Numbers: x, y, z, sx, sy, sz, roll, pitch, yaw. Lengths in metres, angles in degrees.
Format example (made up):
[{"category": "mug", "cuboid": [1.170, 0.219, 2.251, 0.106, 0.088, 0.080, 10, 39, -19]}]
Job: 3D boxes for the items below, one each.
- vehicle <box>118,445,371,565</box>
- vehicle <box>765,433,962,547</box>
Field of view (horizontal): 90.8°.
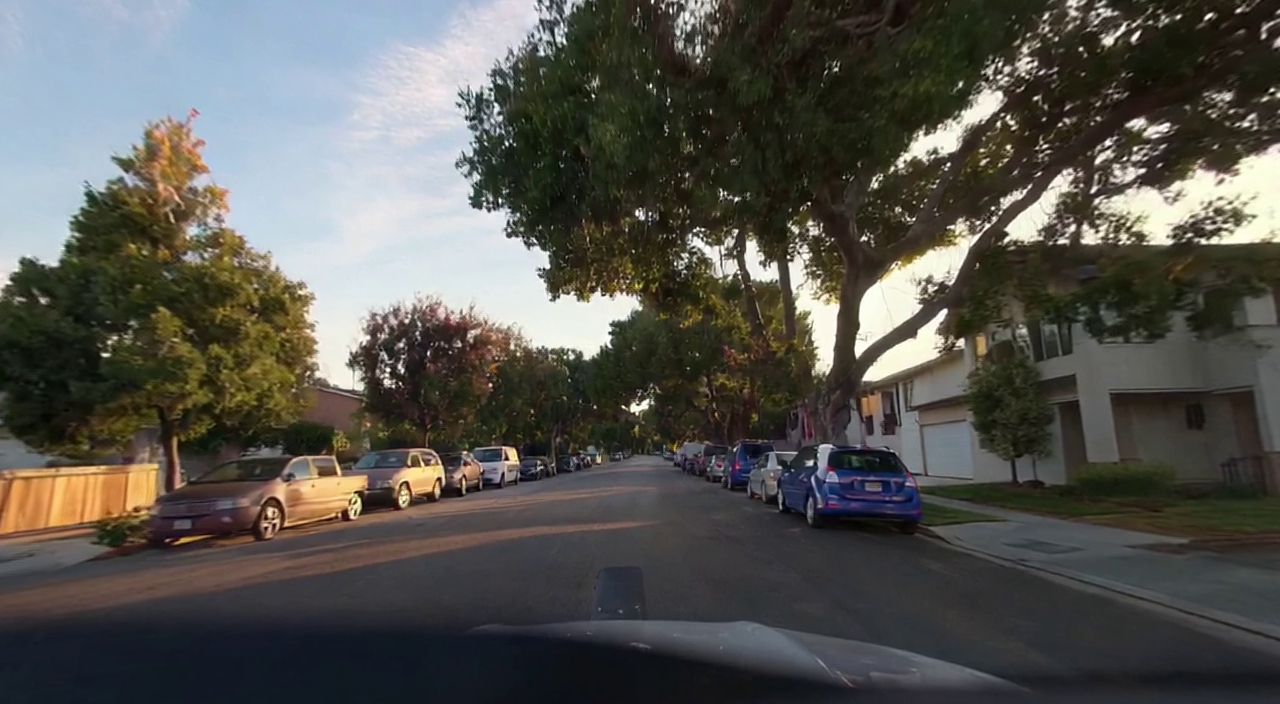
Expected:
[{"category": "vehicle", "cuboid": [-7.179, 2.729, 12.210, 1.898, 1.715, 4.537, -3, -8, 2]}, {"category": "vehicle", "cuboid": [3.951, 2.510, 12.315, 1.903, 1.714, 5.092, 0, -9, -1]}]
